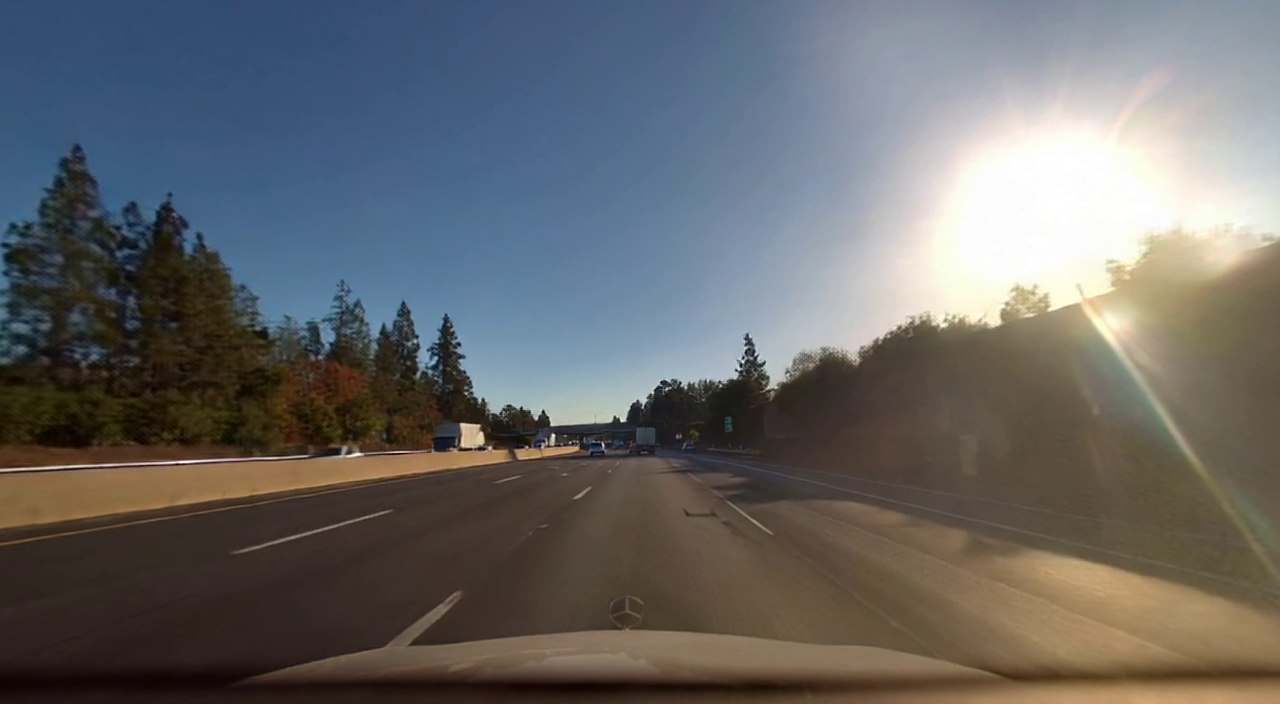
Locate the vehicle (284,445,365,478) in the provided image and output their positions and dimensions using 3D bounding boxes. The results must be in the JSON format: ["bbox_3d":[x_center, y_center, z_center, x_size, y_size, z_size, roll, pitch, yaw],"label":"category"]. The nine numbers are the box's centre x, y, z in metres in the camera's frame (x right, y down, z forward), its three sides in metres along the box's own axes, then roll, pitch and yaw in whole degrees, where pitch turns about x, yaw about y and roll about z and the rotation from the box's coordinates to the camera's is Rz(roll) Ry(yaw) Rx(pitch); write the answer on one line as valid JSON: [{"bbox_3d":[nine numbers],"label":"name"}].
[{"bbox_3d":[-15.816,5.479,31.793,1.878,1.513,4.210,0,-8,1],"label":"vehicle"}]
